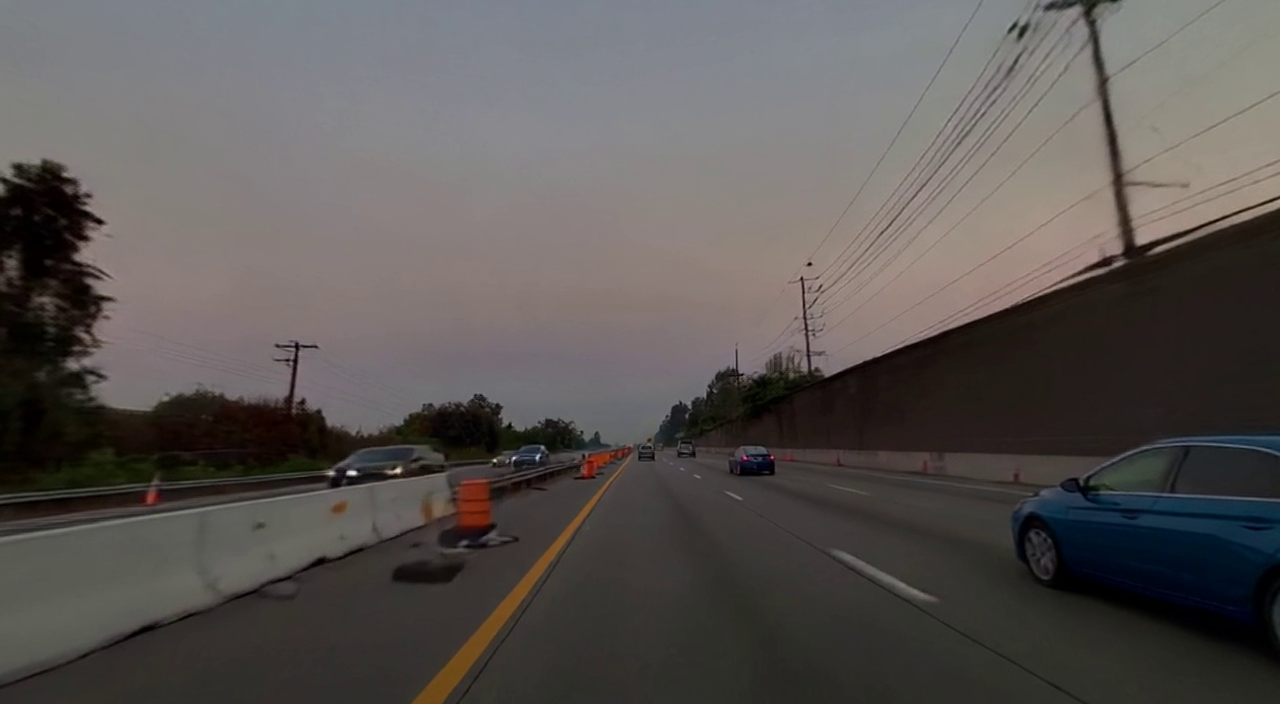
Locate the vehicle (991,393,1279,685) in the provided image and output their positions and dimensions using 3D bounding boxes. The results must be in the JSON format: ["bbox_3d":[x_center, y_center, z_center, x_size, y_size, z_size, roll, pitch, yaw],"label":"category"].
[{"bbox_3d":[4.462,1.077,3.902,1.997,1.568,4.529,0,-8,1],"label":"vehicle"}]

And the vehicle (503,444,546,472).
[{"bbox_3d":[-7.140,6.545,39.290,1.888,1.605,3.922,0,-8,1],"label":"vehicle"}]

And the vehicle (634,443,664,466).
[{"bbox_3d":[0.624,7.625,47.190,2.096,1.583,4.150,0,-8,-1],"label":"vehicle"}]

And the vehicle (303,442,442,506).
[{"bbox_3d":[-7.646,3.492,18.670,1.941,1.594,4.791,0,-8,1],"label":"vehicle"}]

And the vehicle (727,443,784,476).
[{"bbox_3d":[5.385,5.072,29.967,1.881,1.409,4.016,0,-8,-1],"label":"vehicle"}]
